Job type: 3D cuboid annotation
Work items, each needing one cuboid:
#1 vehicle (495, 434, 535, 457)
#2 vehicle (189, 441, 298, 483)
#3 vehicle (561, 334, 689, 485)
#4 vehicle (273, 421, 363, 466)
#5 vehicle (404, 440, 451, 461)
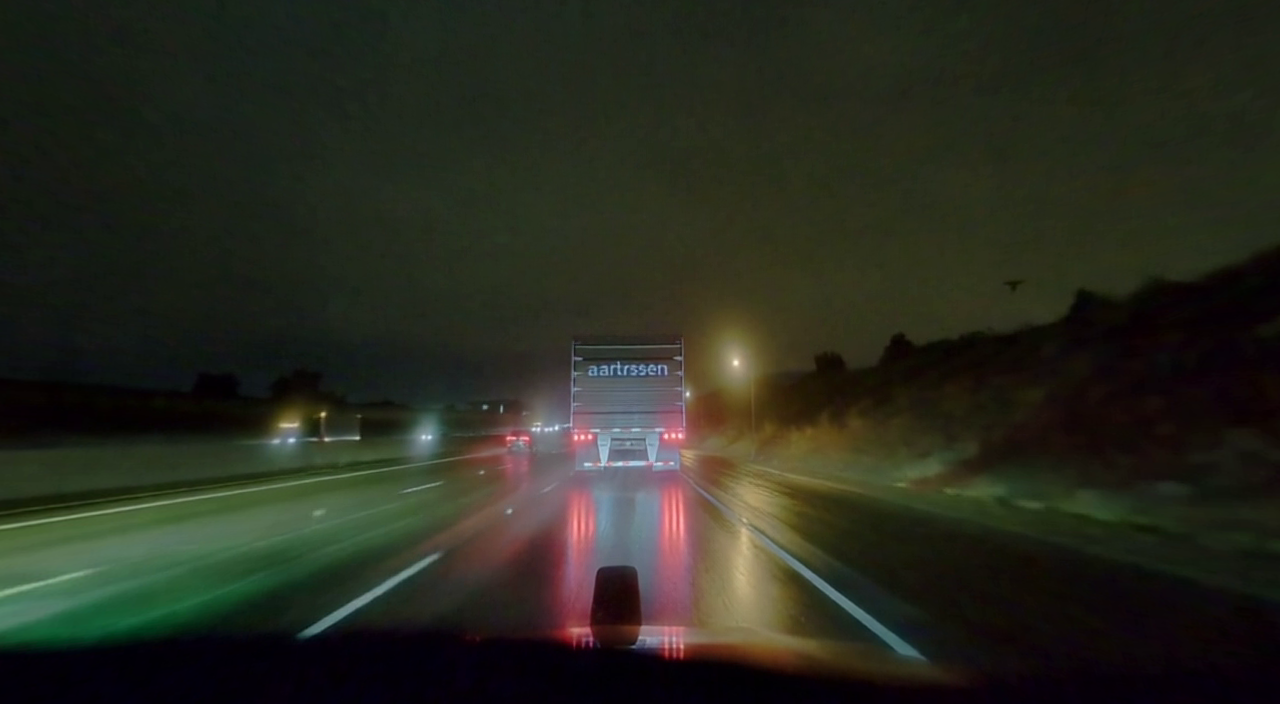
[{"bbox_3d":[-8.575,6.461,43.567,1.940,1.488,3.976,0,-8,0],"label":"vehicle"},{"bbox_3d":[-16.386,4.513,26.253,1.911,1.562,4.014,0,-8,0],"label":"vehicle"},{"bbox_3d":[-0.415,2.255,22.493,3.442,4.106,10.719,0,-8,0],"label":"vehicle"},{"bbox_3d":[-20.016,5.713,39.472,2.263,2.534,6.175,0,-8,1],"label":"vehicle"},{"bbox_3d":[-15.945,7.400,47.408,1.924,1.498,4.565,0,-8,1],"label":"vehicle"}]
